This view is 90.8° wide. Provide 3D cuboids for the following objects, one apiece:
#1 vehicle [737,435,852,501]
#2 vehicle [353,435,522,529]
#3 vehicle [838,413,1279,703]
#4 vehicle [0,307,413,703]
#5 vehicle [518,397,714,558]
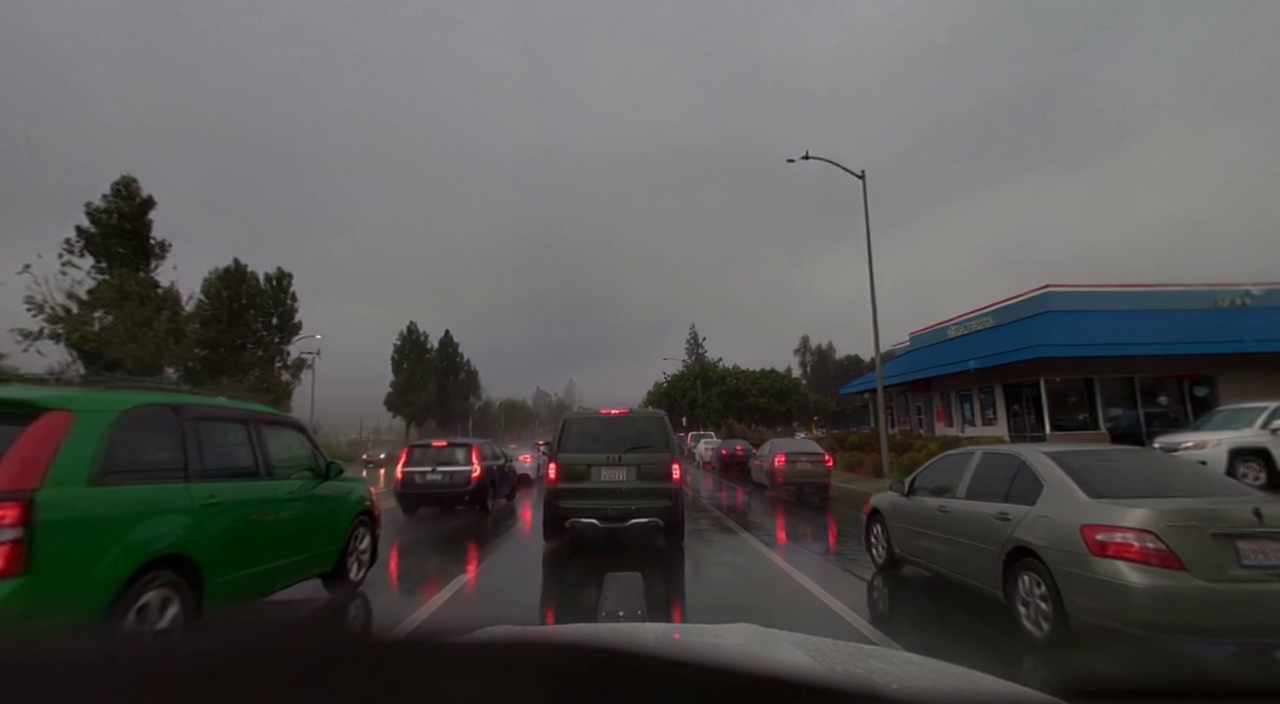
[{"bbox_3d":[3.900,3.000,16.754,1.875,1.521,4.192,0,-9,-2],"label":"vehicle"},{"bbox_3d":[-3.565,2.354,12.031,1.849,1.451,4.218,0,-9,-1],"label":"vehicle"},{"bbox_3d":[3.382,1.381,5.411,1.900,1.477,4.352,0,-9,-1],"label":"vehicle"},{"bbox_3d":[-3.609,1.068,4.554,2.231,1.853,4.461,0,-9,0],"label":"vehicle"},{"bbox_3d":[-0.314,1.754,9.422,2.238,1.825,4.190,0,-9,-1],"label":"vehicle"}]
